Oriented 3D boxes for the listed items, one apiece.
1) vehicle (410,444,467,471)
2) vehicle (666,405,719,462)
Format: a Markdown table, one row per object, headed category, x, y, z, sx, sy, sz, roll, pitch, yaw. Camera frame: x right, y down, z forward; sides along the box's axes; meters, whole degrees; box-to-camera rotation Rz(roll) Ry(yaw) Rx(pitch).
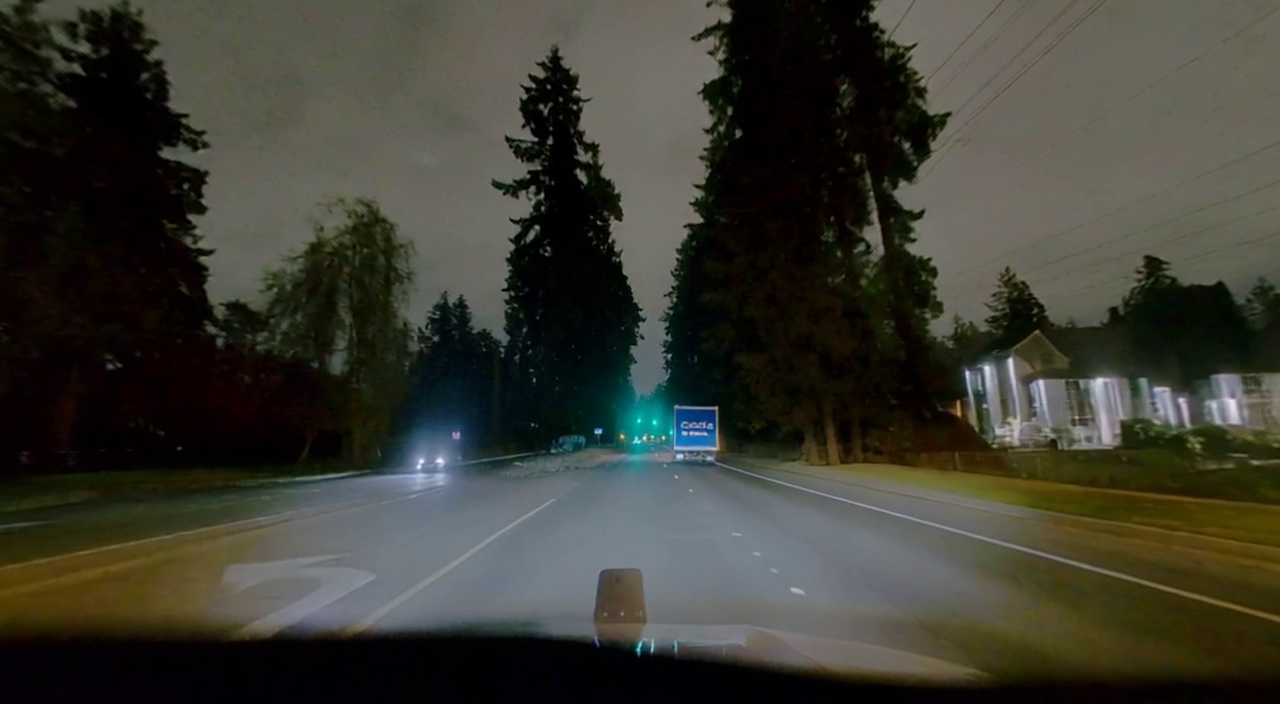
| category | x | y | z | sx | sy | sz | roll | pitch | yaw |
| --- | --- | --- | --- | --- | --- | --- | --- | --- | --- |
| vehicle | -12.108 | 6.349 | 38.028 | 1.947 | 1.528 | 4.461 | 0 | -8 | 0 |
| vehicle | 3.740 | 6.176 | 47.147 | 2.973 | 3.848 | 9.336 | 0 | -8 | -2 |
